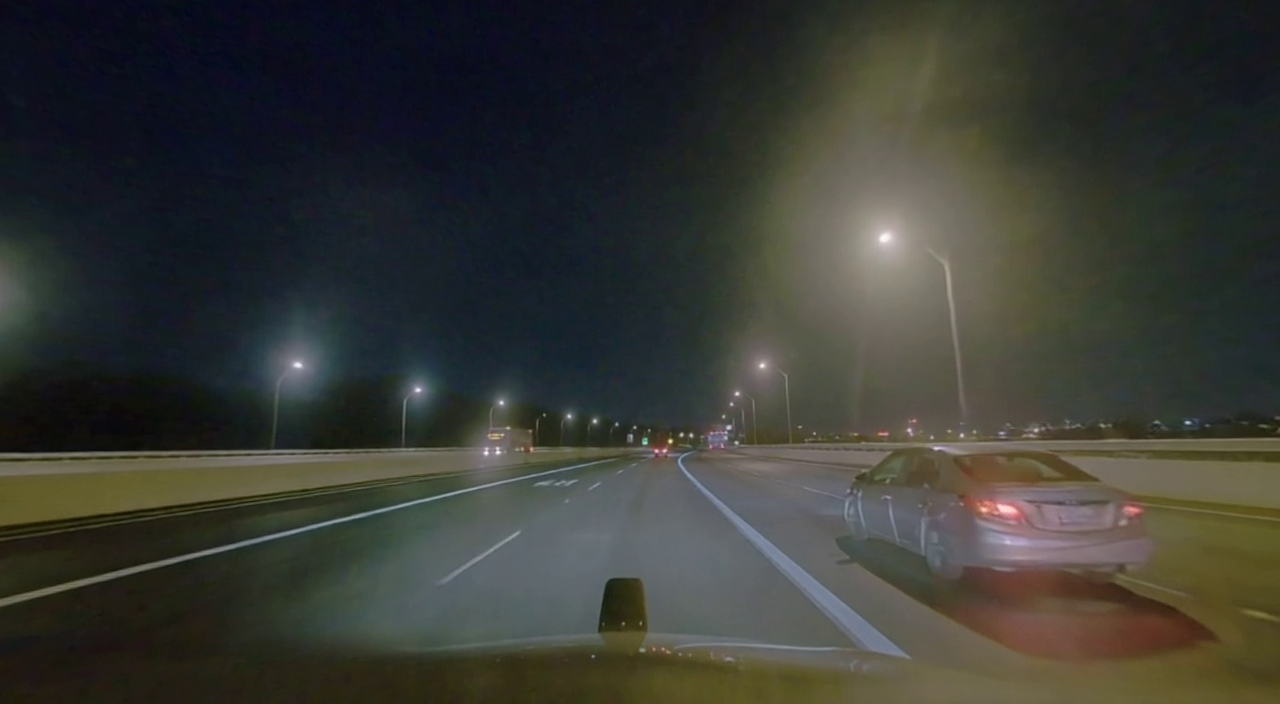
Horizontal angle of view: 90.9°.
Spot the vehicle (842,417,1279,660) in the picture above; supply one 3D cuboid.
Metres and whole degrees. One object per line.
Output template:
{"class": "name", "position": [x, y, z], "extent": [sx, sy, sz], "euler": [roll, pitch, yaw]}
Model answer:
{"class": "vehicle", "position": [3.793, 1.511, 6.329], "extent": [1.999, 1.492, 4.673], "euler": [0, -8, 0]}
